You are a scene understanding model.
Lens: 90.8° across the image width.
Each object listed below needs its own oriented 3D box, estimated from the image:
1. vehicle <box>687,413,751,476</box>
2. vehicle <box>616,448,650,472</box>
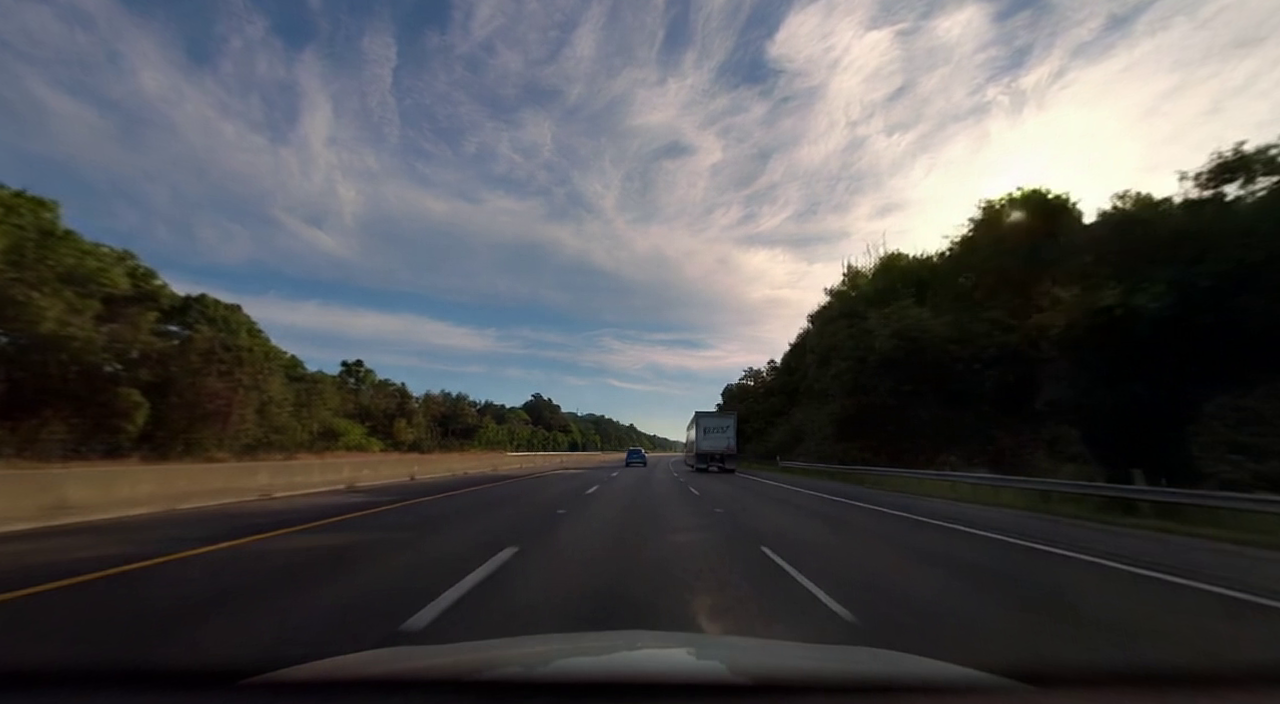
[{"bbox_3d":[4.791,5.901,40.044,2.960,3.547,8.560,0,-9,0],"label":"vehicle"},{"bbox_3d":[-0.456,8.067,47.315,2.297,1.683,4.385,0,-9,2],"label":"vehicle"}]
